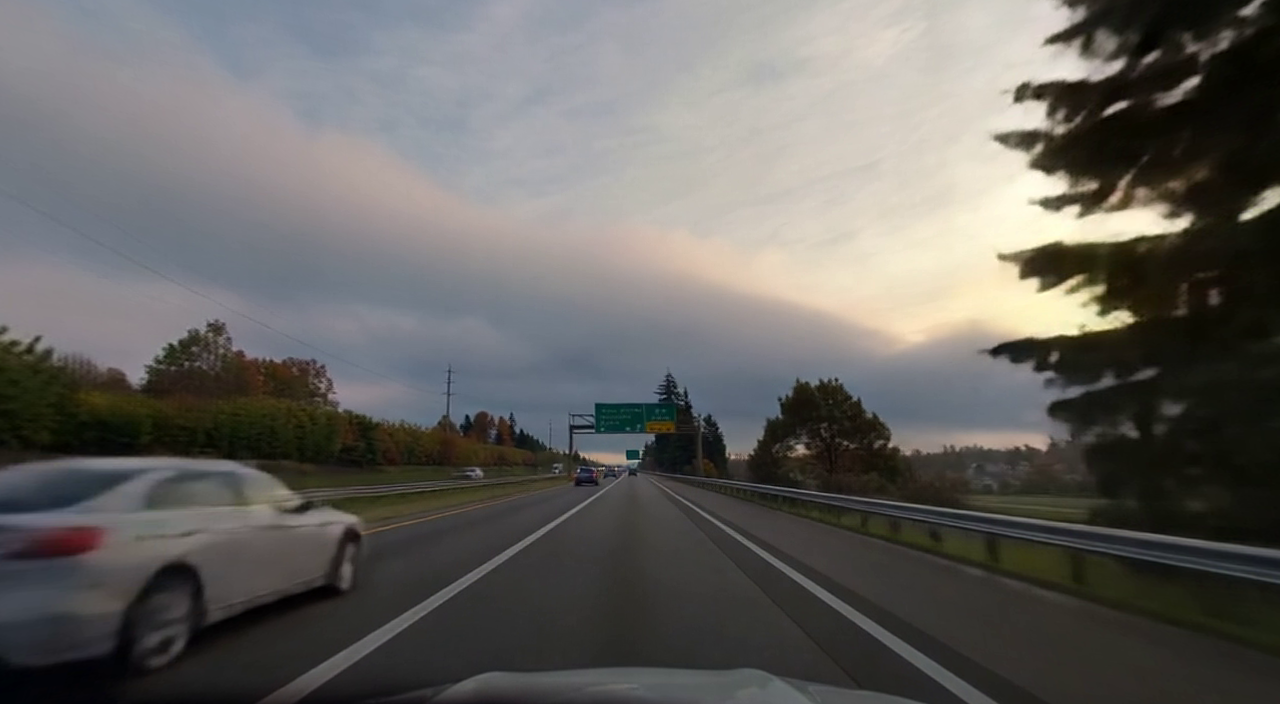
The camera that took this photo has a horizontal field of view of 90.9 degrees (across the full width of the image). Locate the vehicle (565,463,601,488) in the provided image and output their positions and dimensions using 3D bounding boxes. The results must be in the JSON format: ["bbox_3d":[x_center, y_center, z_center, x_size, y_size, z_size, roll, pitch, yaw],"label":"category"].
[{"bbox_3d":[-4.241,9.332,47.742,2.239,1.687,4.598,1,-10,0],"label":"vehicle"}]

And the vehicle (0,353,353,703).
[{"bbox_3d":[-4.010,0.985,3.273,2.254,1.809,5.839,1,-10,0],"label":"vehicle"}]
